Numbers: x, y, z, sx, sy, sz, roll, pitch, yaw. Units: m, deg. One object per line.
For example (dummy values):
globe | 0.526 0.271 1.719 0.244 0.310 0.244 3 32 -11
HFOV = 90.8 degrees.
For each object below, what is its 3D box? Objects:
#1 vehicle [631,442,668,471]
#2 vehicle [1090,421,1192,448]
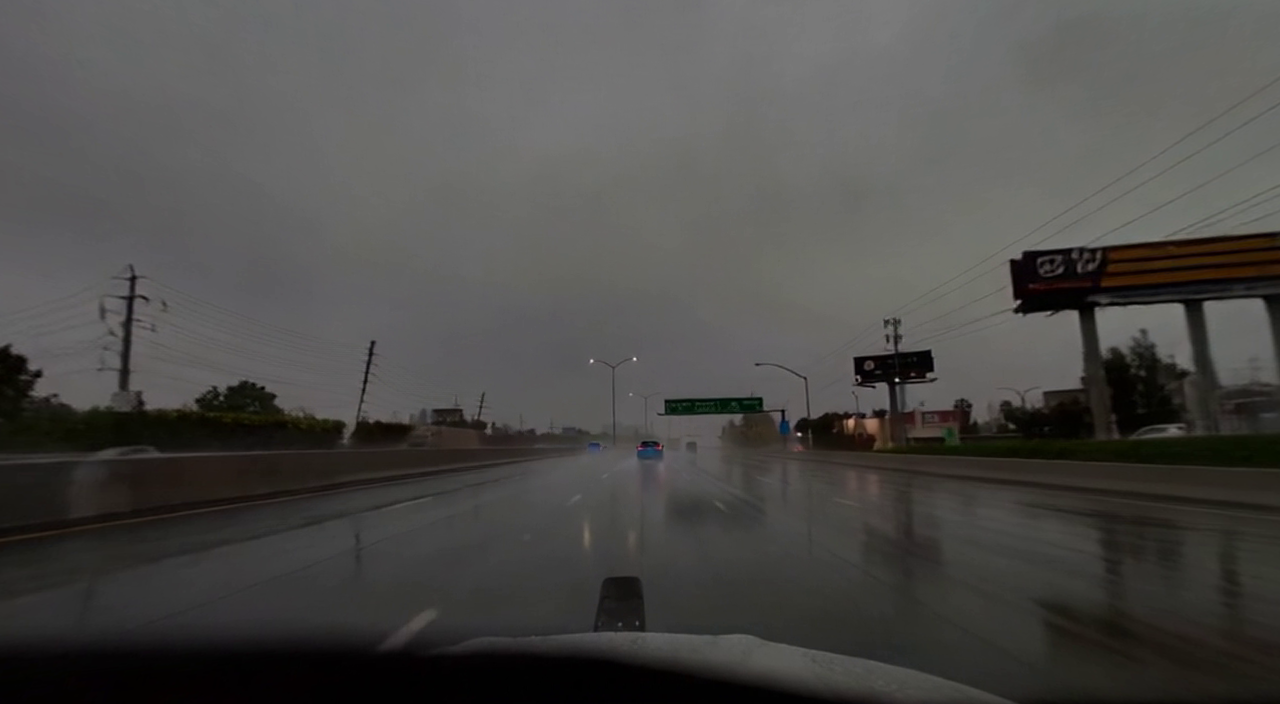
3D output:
vehicle | 0.572 6.081 36.794 2.074 1.574 3.971 0 -9 1
vehicle | 29.558 4.967 37.501 2.072 1.495 4.732 0 -9 -2
